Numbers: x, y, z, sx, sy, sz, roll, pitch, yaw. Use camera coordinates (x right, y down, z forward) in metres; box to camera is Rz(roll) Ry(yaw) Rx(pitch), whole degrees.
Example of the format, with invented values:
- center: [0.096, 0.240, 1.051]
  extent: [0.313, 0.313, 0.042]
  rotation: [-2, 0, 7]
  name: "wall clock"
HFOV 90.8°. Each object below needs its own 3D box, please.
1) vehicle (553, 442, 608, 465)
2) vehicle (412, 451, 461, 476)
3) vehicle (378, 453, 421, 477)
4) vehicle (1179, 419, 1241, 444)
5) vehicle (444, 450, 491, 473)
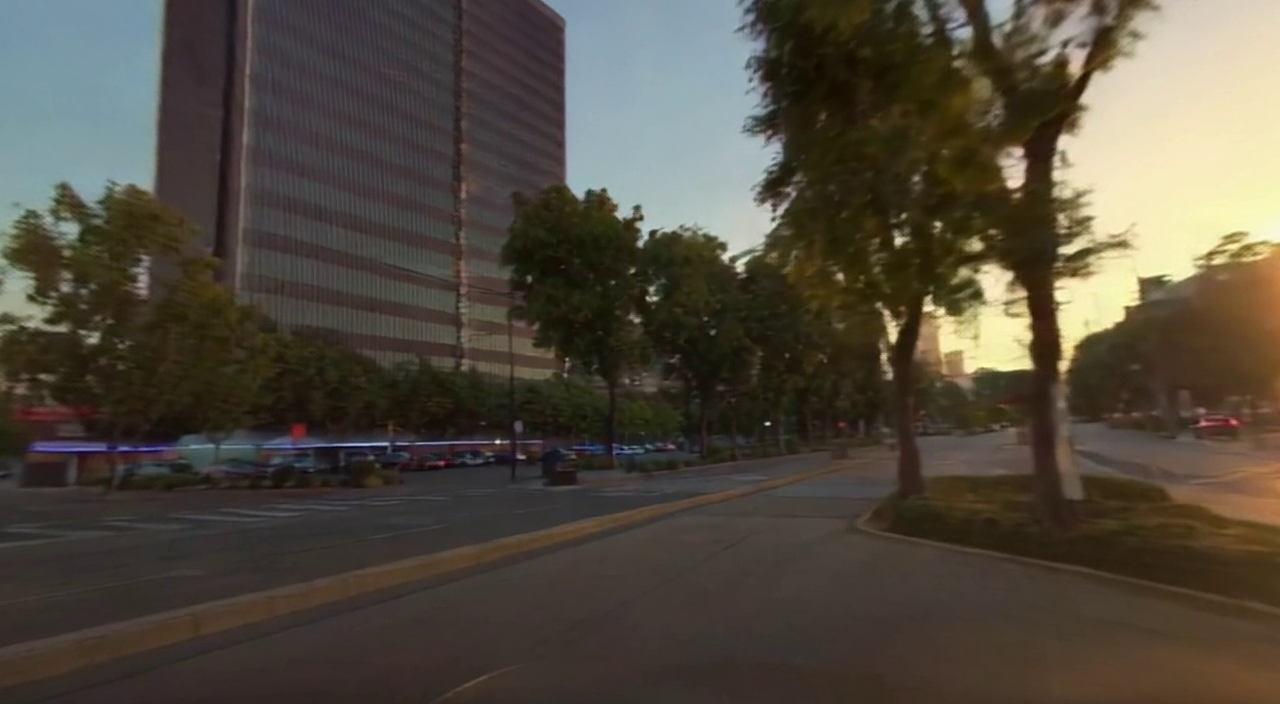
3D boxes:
- center: [-4.727, 7.944, 49.571]
  extent: [2.112, 1.719, 5.483]
  rotation: [5, -10, -31]
  name: "vehicle"
- center: [-14.121, 7.658, 43.580]
  extent: [2.121, 1.541, 5.124]
  rotation: [5, -10, -30]
  name: "vehicle"
- center: [-16.093, 7.509, 42.117]
  extent: [2.130, 1.458, 4.157]
  rotation: [4, -10, -28]
  name: "vehicle"
- center: [40.110, 5.632, 44.567]
  extent: [2.100, 1.638, 4.545]
  rotation: [-5, -10, 27]
  name: "vehicle"
- center: [-12.975, 8.162, 47.311]
  extent: [2.102, 1.541, 4.416]
  rotation: [5, -10, -32]
  name: "vehicle"
